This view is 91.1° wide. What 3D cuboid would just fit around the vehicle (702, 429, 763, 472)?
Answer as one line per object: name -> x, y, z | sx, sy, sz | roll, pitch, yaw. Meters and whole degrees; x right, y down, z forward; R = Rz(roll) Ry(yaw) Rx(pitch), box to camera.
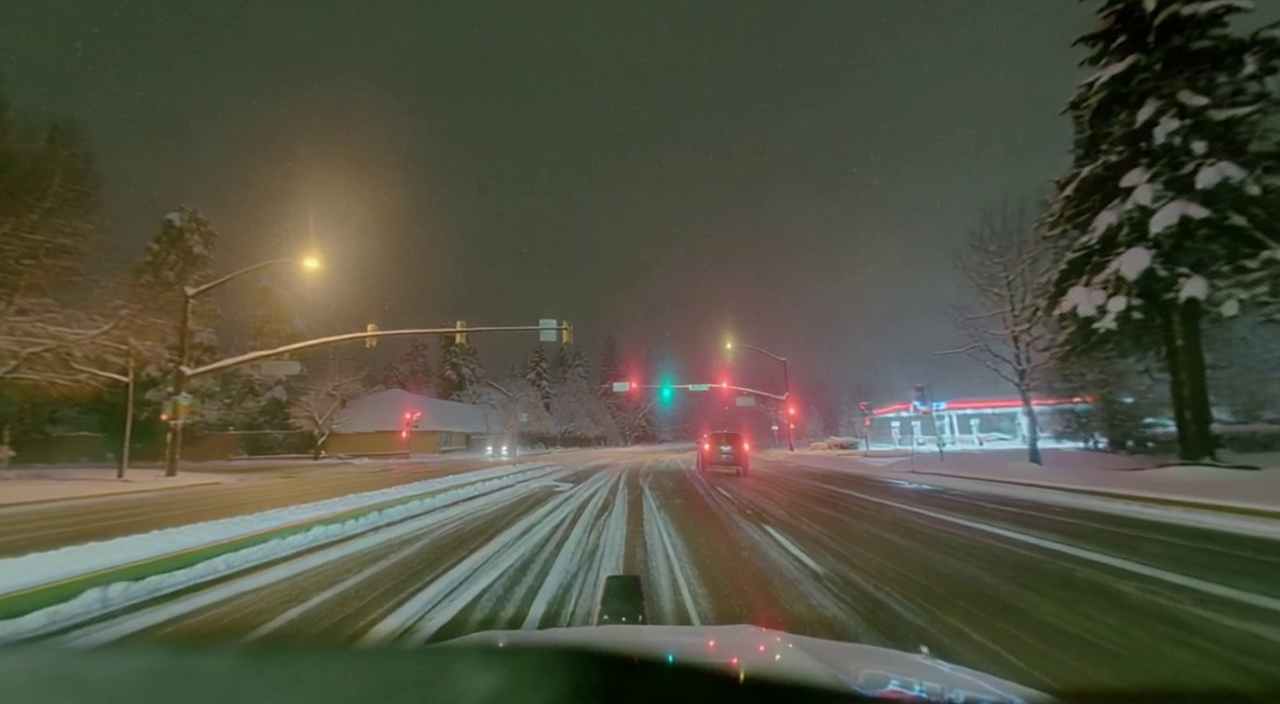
vehicle -> 3.995, 4.338, 27.803 | 2.090, 1.717, 4.063 | 0, -8, 0
